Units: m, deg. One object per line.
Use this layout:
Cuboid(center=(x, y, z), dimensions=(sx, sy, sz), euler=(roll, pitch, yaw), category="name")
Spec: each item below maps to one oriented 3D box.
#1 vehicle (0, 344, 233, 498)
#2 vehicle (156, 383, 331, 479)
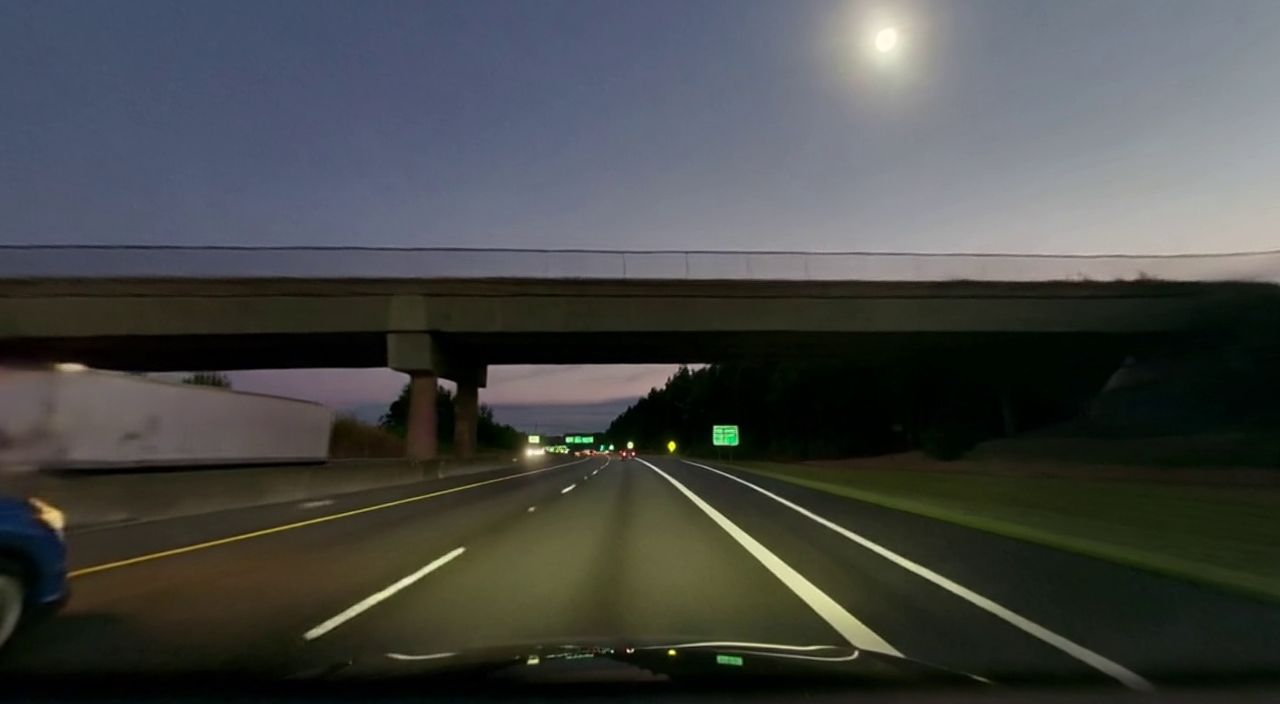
Cuboid(center=(-18.262, 2.458, 20.638), dimensions=(2.912, 3.980, 10.503), euler=(0, -9, -1), category="vehicle")
Cuboid(center=(-18.452, 3.902, 30.291), dimensions=(2.852, 3.960, 8.405), euler=(0, -9, -1), category="vehicle")
